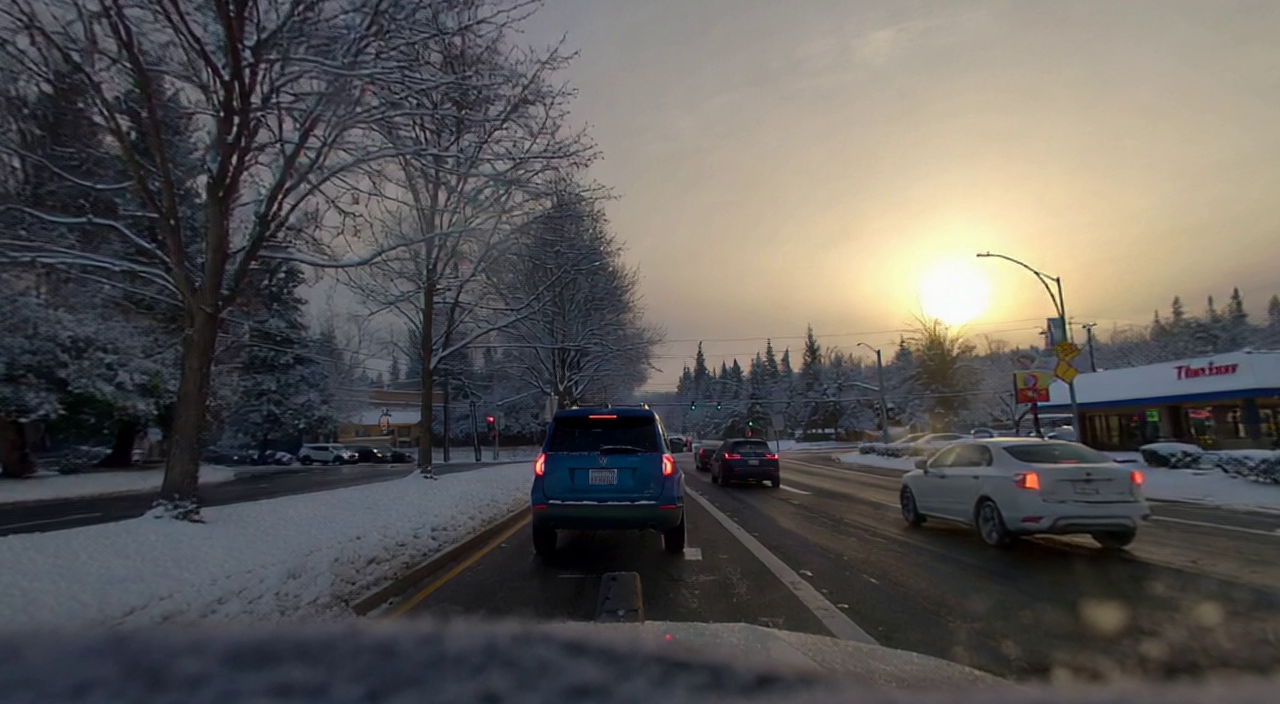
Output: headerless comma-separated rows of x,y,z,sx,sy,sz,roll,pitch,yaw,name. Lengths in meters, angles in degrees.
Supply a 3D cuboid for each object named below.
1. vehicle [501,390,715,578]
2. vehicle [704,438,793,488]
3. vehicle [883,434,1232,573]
-0.290,1.649,8.642,2.096,1.837,4.687,0,-9,1,vehicle
3.667,3.847,22.285,2.098,1.555,4.778,0,-9,-2,vehicle
5.432,1.993,9.223,1.930,1.478,4.643,0,-9,0,vehicle
